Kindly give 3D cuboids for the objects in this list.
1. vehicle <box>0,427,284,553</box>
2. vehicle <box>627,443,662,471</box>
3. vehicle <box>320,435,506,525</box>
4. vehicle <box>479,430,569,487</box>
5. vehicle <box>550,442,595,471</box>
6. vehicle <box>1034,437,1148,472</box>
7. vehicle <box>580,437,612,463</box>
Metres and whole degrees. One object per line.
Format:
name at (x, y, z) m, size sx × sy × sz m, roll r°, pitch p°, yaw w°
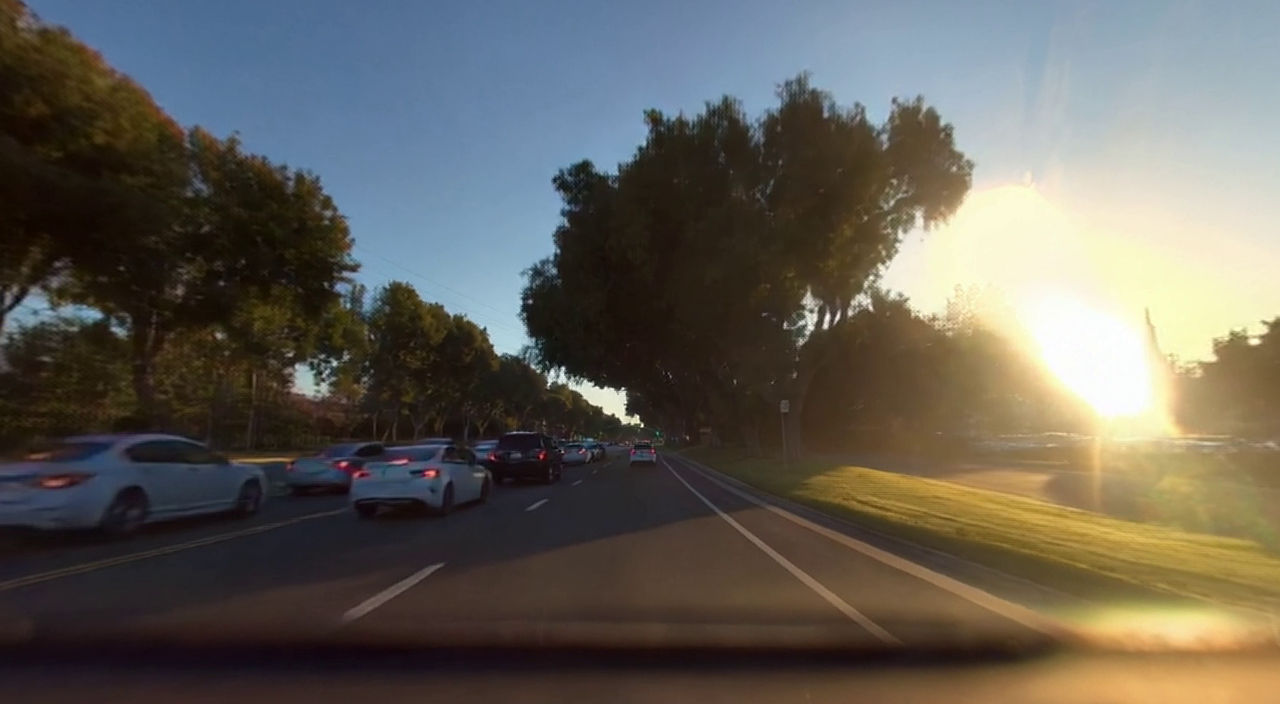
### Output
vehicle at (-7.725, 1.967, 9.720) m, size 1.901 × 1.478 × 4.322 m, roll 0°, pitch -8°, yaw 1°
vehicle at (0.253, 5.919, 35.758) m, size 1.875 × 1.453 × 3.888 m, roll 0°, pitch -8°, yaw 0°
vehicle at (-4.193, 2.418, 12.562) m, size 1.975 × 1.447 × 4.356 m, roll -1°, pitch -8°, yaw 2°
vehicle at (-3.873, 3.656, 21.996) m, size 2.130 × 1.749 × 4.904 m, roll 0°, pitch -8°, yaw 1°
vehicle at (-3.642, 5.701, 34.716) m, size 1.952 × 1.471 × 4.334 m, roll 0°, pitch -8°, yaw 0°
vehicle at (27.407, 6.219, 38.463) m, size 5.193 × 1.955 × 2.249 m, roll 0°, pitch -7°, yaw 0°
vehicle at (-3.392, 7.695, 49.688) m, size 2.242 × 1.852 × 5.201 m, roll 0°, pitch -8°, yaw 0°
